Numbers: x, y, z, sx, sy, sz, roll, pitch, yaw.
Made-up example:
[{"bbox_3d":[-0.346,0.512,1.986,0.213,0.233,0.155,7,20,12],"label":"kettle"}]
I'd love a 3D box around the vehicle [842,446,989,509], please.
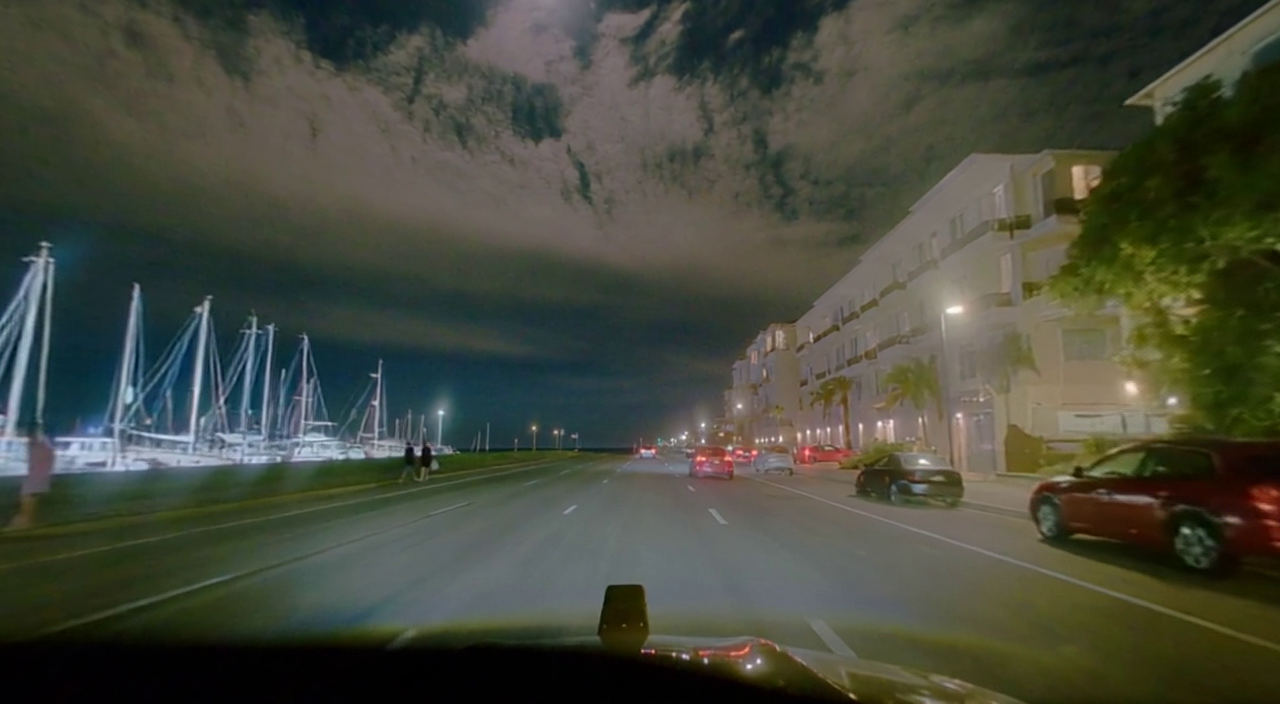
[{"bbox_3d":[7.502,3.432,17.739,2.112,1.514,4.371,0,-9,-1],"label":"vehicle"}]

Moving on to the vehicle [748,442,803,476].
[{"bbox_3d":[7.501,5.946,35.394,2.029,1.750,4.825,0,-9,0],"label":"vehicle"}]

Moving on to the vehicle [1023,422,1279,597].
[{"bbox_3d":[7.370,1.861,8.239,1.901,1.726,4.517,-1,-9,1],"label":"vehicle"}]

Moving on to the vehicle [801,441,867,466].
[{"bbox_3d":[14.845,7.762,48.413,4.406,1.783,2.020,2,-8,-4],"label":"vehicle"}]

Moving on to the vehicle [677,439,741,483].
[{"bbox_3d":[2.713,4.405,25.787,2.047,1.640,4.051,0,-9,-1],"label":"vehicle"}]
